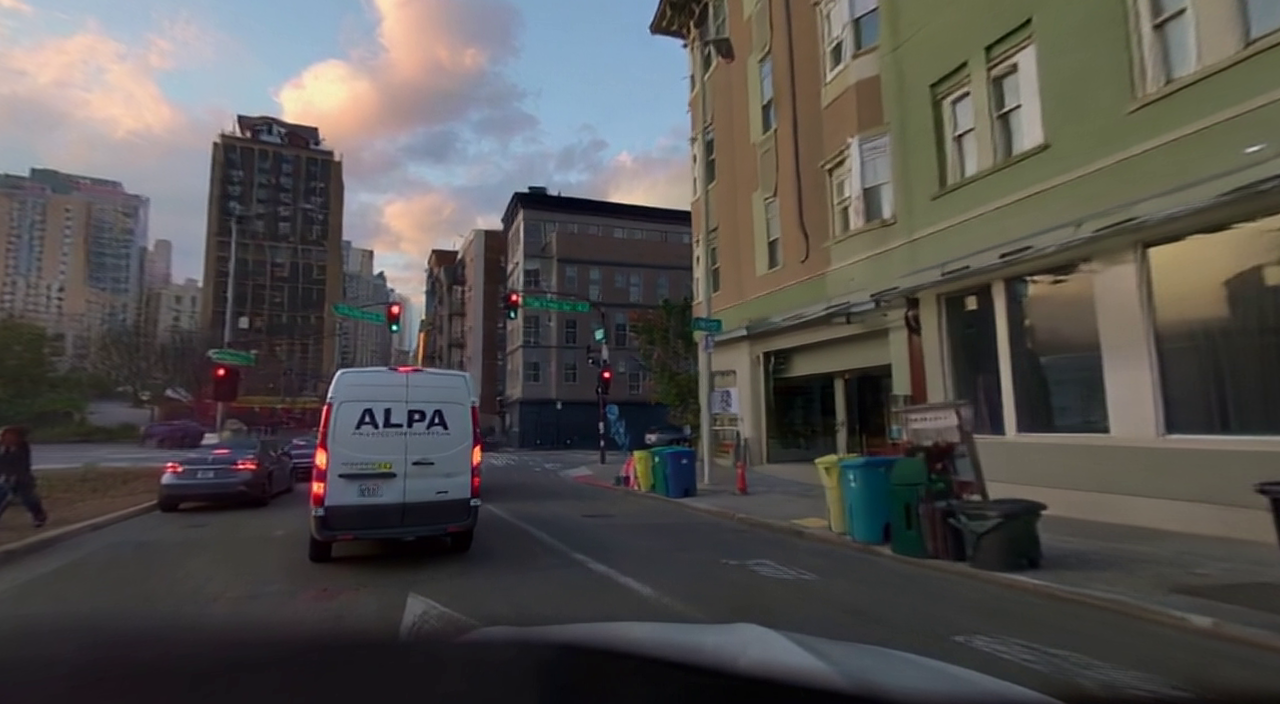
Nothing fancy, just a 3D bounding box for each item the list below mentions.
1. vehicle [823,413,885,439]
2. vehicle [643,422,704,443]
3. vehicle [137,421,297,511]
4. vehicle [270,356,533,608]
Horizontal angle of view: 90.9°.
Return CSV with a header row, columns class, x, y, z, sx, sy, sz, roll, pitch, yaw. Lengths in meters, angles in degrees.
class,x,y,z,sx,sy,sz,roll,pitch,yaw
vehicle,14.800,5.140,43.547,4.020,1.572,1.718,6,-10,-27
vehicle,2.330,5.666,44.351,3.885,1.449,1.757,3,-8,-23
vehicle,-8.078,2.150,12.397,1.841,1.461,3.426,3,-8,-22
vehicle,-2.660,1.289,7.179,1.951,1.907,4.266,3,-8,-21
